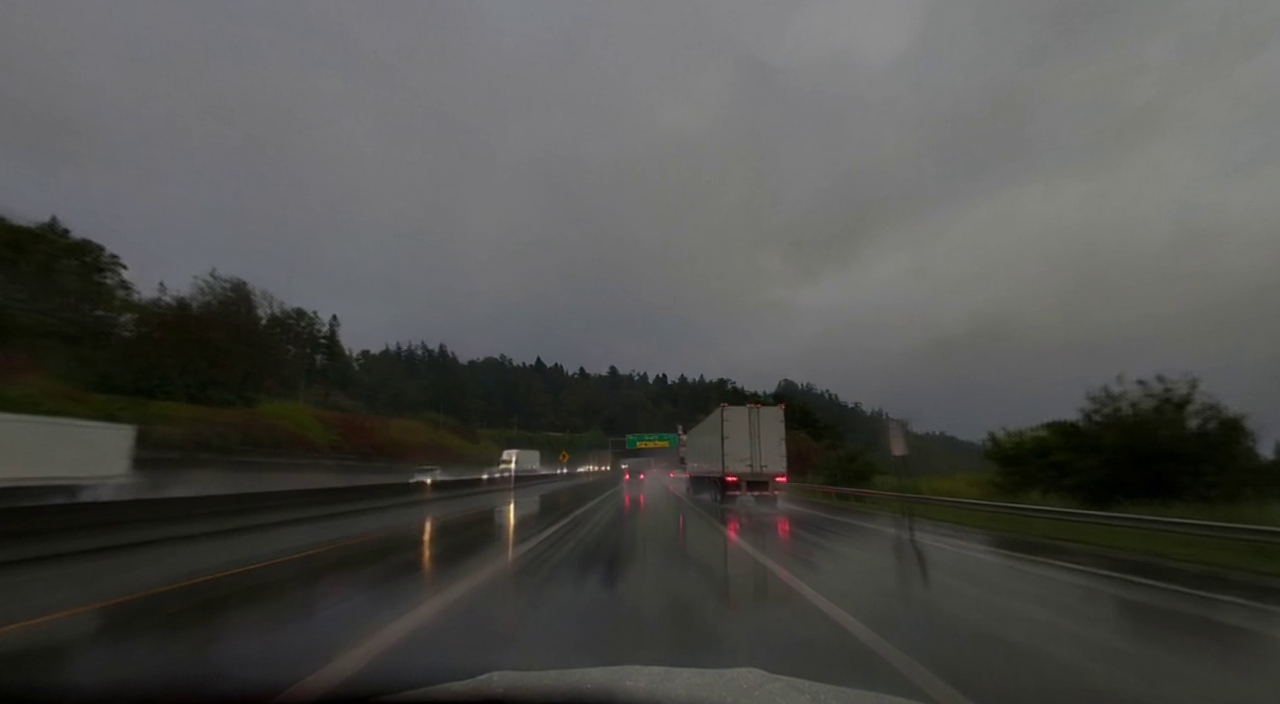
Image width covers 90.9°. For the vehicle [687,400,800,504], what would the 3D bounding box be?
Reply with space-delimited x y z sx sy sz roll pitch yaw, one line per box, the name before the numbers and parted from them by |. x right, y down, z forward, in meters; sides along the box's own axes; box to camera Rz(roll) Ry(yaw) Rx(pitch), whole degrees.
vehicle | 4.581 5.233 31.976 3.218 4.001 14.492 1 -10 0

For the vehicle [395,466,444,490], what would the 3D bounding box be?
vehicle | -15.799 9.038 45.393 1.886 1.594 4.184 1 -10 1

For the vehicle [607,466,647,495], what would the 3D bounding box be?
vehicle | -0.677 6.966 34.352 2.010 1.436 3.973 1 -10 0
